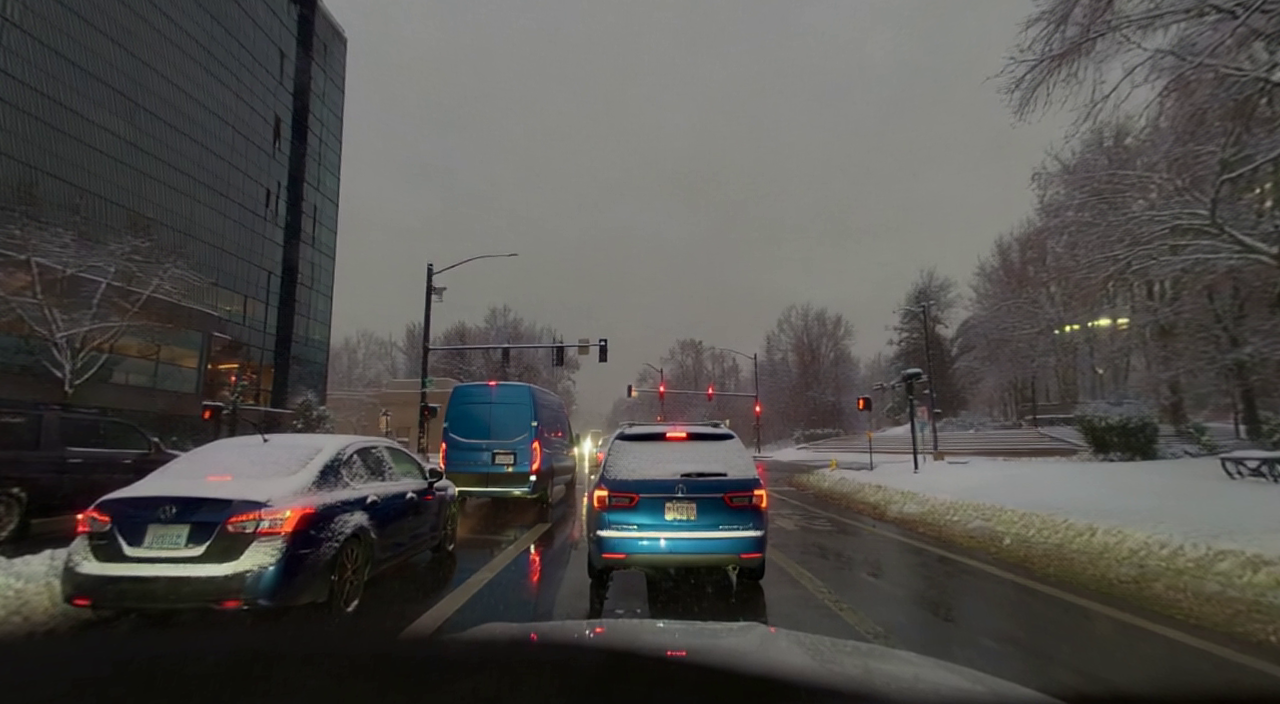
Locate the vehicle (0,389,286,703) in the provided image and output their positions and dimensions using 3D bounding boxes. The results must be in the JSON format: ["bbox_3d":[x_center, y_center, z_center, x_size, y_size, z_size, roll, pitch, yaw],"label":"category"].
[{"bbox_3d":[-2.899,0.814,1.522,1.893,1.491,3.798,0,-9,-1],"label":"vehicle"}]

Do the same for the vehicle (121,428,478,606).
[{"bbox_3d":[-3.485,1.756,7.569,1.955,1.499,4.223,0,-9,0],"label":"vehicle"}]

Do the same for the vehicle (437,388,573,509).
[{"bbox_3d":[-3.251,2.546,16.603,2.343,2.635,5.684,0,-9,0],"label":"vehicle"}]

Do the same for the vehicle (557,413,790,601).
[{"bbox_3d":[0.202,1.597,7.216,1.979,1.562,3.630,0,-9,-3],"label":"vehicle"}]
